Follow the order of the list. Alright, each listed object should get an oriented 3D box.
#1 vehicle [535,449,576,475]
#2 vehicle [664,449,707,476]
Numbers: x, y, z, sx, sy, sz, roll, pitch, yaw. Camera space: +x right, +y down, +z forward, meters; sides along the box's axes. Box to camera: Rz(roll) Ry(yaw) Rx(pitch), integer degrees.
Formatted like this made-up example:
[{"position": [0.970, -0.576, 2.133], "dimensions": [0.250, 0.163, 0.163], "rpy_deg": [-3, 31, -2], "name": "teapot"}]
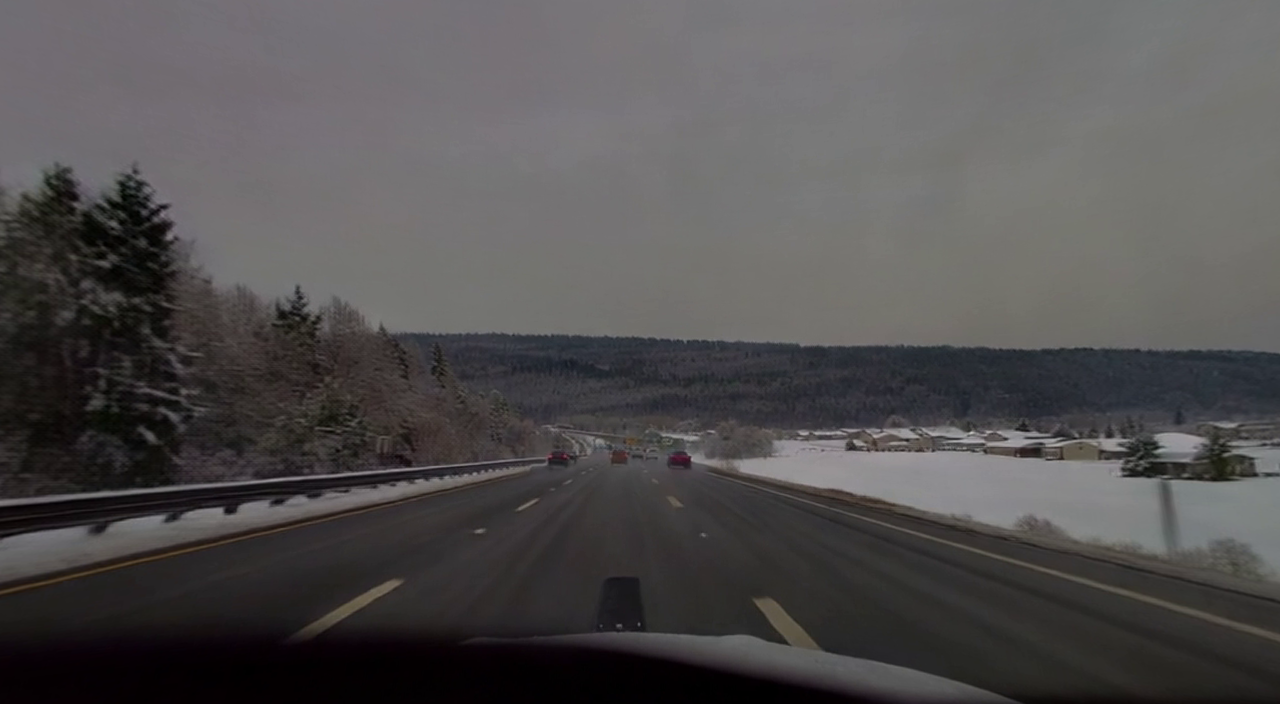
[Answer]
[{"position": [-4.972, 6.524, 37.516], "dimensions": [1.955, 1.468, 3.637], "rpy_deg": [0, -9, 0], "name": "vehicle"}, {"position": [2.584, 6.399, 36.750], "dimensions": [2.019, 1.475, 4.301], "rpy_deg": [0, -9, -2], "name": "vehicle"}]
